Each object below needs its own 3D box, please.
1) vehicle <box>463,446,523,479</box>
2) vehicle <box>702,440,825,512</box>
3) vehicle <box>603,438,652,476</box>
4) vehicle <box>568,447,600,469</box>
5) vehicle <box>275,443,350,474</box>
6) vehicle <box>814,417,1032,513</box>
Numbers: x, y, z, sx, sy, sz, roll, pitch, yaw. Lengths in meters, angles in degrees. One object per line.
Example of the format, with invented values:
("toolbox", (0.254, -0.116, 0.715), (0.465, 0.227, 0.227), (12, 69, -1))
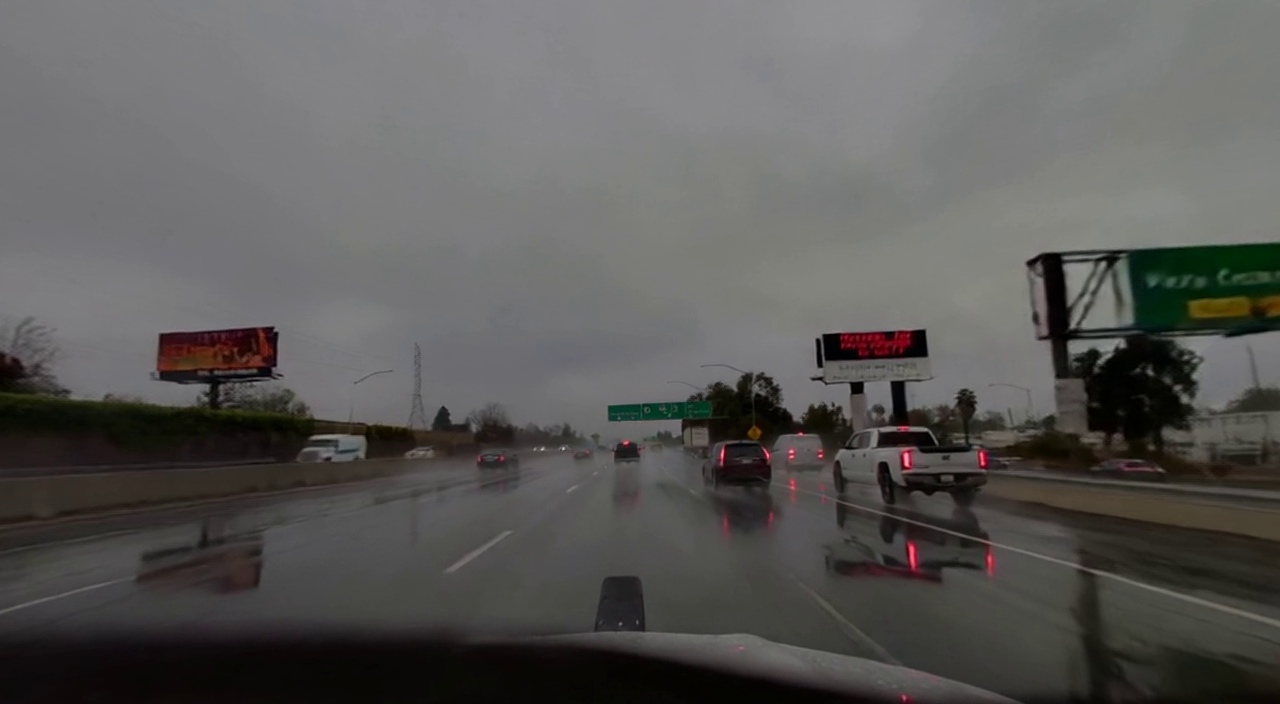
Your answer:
("vehicle", (-7.251, 5.475, 31.541), (1.920, 1.482, 4.385), (0, -8, 0))
("vehicle", (2.768, 2.870, 15.198), (2.011, 1.462, 4.286), (0, -8, -1))
("vehicle", (-0.620, 5.388, 32.662), (2.323, 1.805, 4.729), (0, -8, 0))
("vehicle", (-4.047, 7.711, 46.164), (1.935, 1.487, 4.076), (0, -8, 0))
("vehicle", (-19.175, 6.227, 37.236), (1.845, 1.731, 4.715), (0, -8, 1))
("vehicle", (6.515, 2.707, 15.722), (2.635, 1.919, 5.907), (0, -8, -1))
